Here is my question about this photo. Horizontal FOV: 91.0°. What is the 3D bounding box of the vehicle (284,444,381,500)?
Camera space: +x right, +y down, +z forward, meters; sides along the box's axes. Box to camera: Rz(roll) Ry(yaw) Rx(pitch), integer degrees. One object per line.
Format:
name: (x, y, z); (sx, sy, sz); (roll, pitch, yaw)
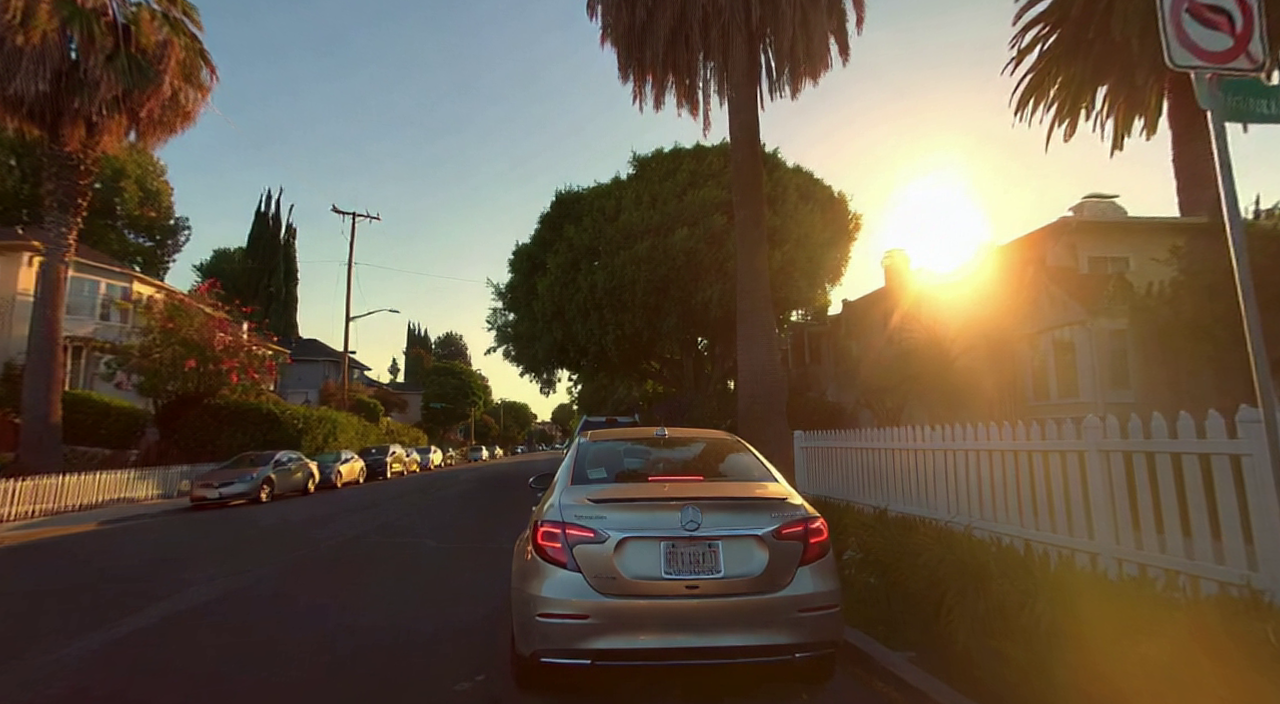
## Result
vehicle: (-12.162, 4.711, 25.270); (2.048, 1.485, 4.757); (-4, -4, -8)

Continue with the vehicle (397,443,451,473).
vehicle: (-13.177, 6.463, 38.693); (2.060, 1.689, 4.999); (1, -8, -7)

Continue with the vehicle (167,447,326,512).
vehicle: (-11.403, 3.657, 18.784); (2.017, 1.627, 5.039); (1, -8, -7)

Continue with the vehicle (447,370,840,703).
vehicle: (-0.141, 1.219, 4.995); (1.894, 1.695, 3.795); (1, -8, -6)
